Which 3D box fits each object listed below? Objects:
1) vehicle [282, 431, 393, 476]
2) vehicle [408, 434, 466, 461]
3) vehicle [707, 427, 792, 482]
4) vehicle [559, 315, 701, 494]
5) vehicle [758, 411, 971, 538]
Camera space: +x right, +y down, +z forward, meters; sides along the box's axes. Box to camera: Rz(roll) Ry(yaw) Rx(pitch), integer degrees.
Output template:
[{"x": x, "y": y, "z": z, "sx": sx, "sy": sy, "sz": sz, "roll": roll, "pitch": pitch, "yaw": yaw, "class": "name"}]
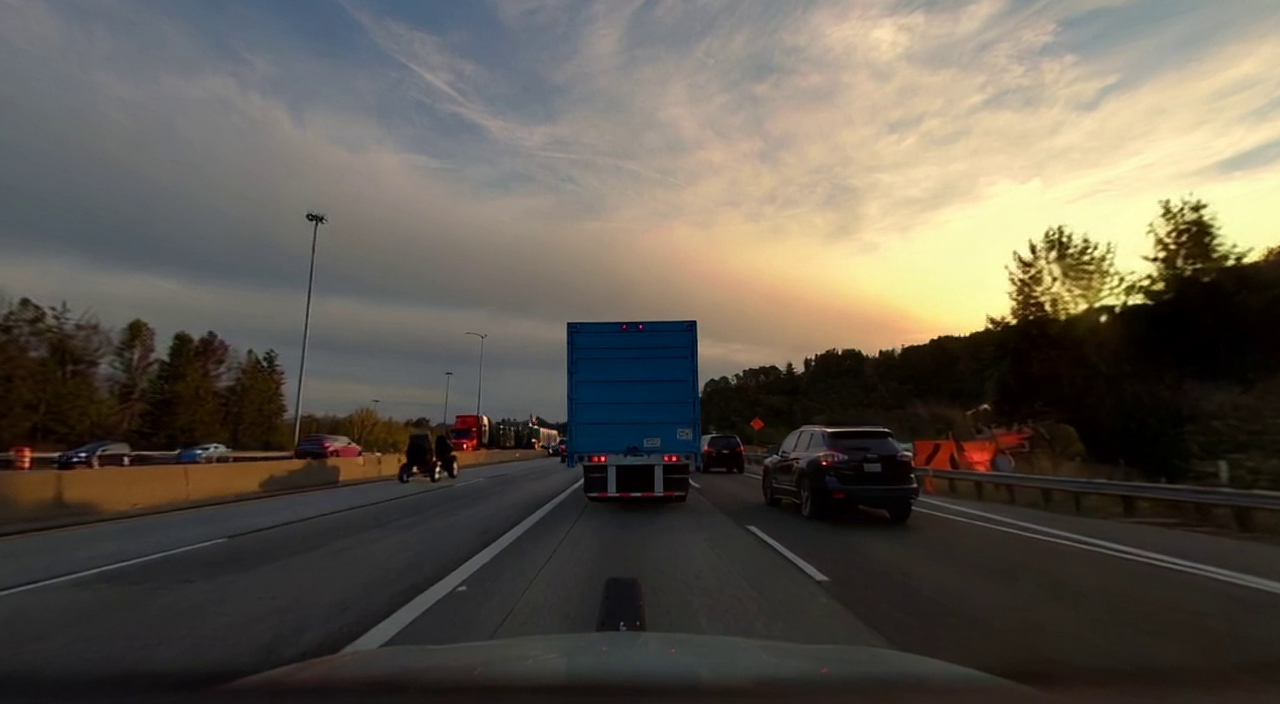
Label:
[{"x": -12.850, "y": 4.367, "z": 27.169, "sx": 2.054, "sy": 1.708, "sz": 4.663, "roll": 1, "pitch": -9, "yaw": 6, "class": "vehicle"}, {"x": -12.371, "y": 5.855, "z": 38.663, "sx": 1.887, "sy": 1.511, "sz": 4.152, "roll": -1, "pitch": -9, "yaw": 5, "class": "vehicle"}, {"x": 3.673, "y": 3.546, "z": 21.906, "sx": 1.998, "sy": 1.713, "sz": 4.149, "roll": 1, "pitch": -9, "yaw": -3, "class": "vehicle"}, {"x": -0.175, "y": 1.878, "z": 18.935, "sx": 3.067, "sy": 3.940, "sz": 10.154, "roll": 0, "pitch": -9, "yaw": 0, "class": "vehicle"}, {"x": 3.486, "y": 2.000, "z": 10.807, "sx": 2.103, "sy": 1.713, "sz": 4.173, "roll": 0, "pitch": -9, "yaw": 0, "class": "vehicle"}]
